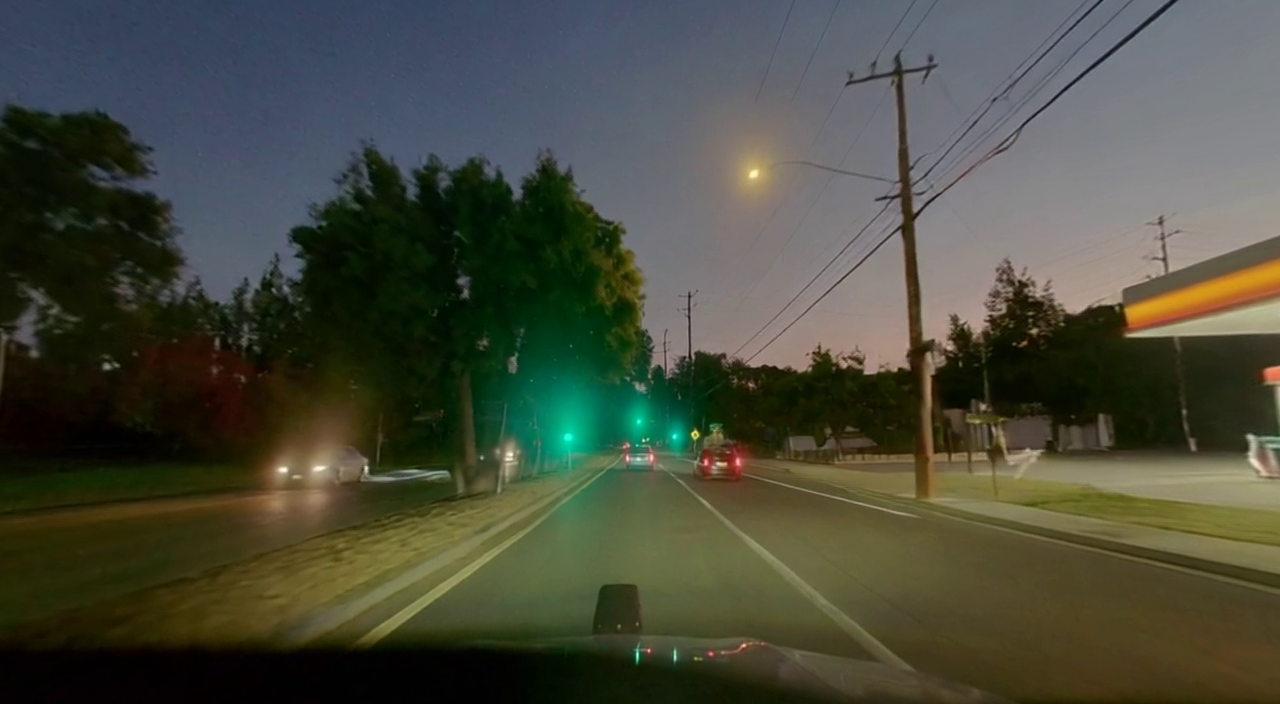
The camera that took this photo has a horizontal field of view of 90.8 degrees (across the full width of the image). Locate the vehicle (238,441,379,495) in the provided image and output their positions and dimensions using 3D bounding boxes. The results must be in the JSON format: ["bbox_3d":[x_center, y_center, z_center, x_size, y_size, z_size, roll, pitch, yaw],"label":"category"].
[{"bbox_3d":[-12.802,4.497,25.020,2.415,1.828,5.778,-1,-8,0],"label":"vehicle"}]

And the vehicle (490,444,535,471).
[{"bbox_3d":[-8.584,7.167,43.053,2.089,1.693,4.546,-1,-8,1],"label":"vehicle"}]

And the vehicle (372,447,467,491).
[{"bbox_3d":[-8.360,4.436,24.475,2.180,1.484,4.612,0,-8,-2],"label":"vehicle"}]

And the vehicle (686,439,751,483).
[{"bbox_3d":[3.103,4.394,25.751,1.990,1.592,4.294,0,-8,-1],"label":"vehicle"}]

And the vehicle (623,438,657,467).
[{"bbox_3d":[-0.041,6.771,42.714,2.163,1.825,4.073,0,-8,-1],"label":"vehicle"}]
